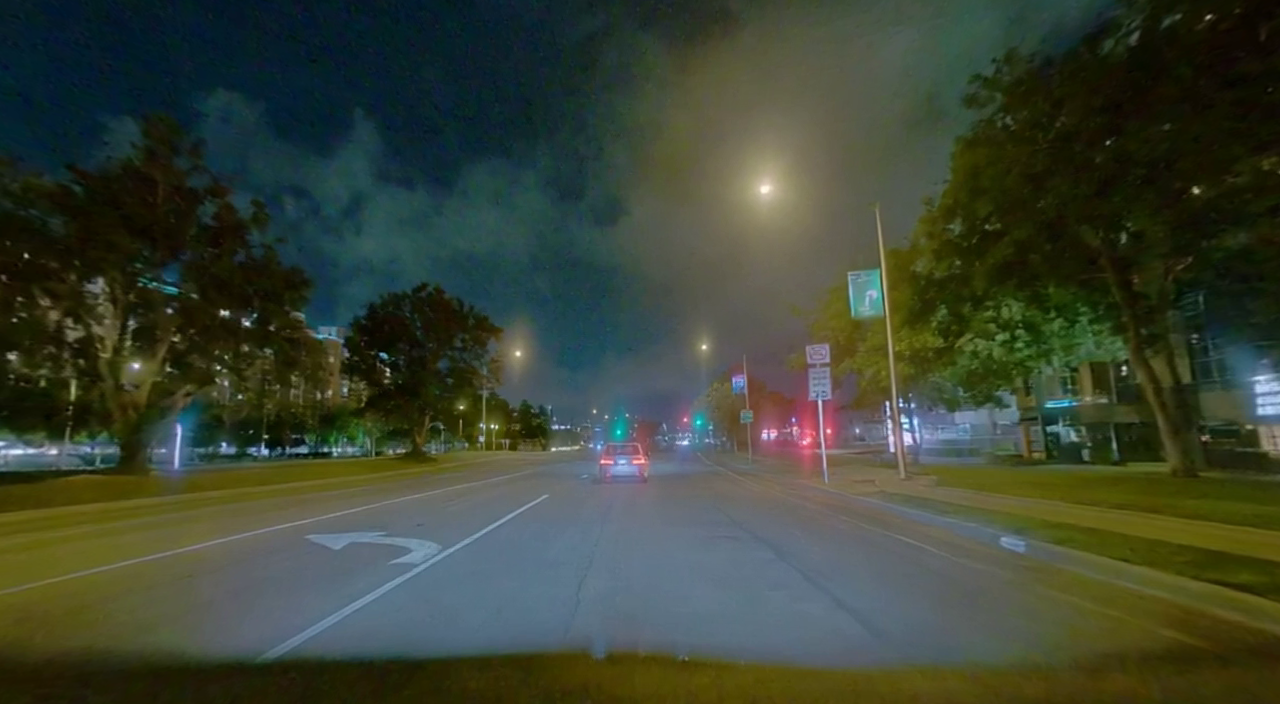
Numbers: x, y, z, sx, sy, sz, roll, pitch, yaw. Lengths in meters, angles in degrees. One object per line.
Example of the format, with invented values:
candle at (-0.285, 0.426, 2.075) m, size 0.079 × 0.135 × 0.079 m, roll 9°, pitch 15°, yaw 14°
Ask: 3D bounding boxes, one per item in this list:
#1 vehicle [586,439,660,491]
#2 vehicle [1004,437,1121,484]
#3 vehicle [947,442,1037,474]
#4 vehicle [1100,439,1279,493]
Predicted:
vehicle at (-0.450, 3.571, 20.334) m, size 2.133 × 1.481 × 4.276 m, roll 0°, pitch -9°, yaw 1°
vehicle at (17.420, 4.434, 26.355) m, size 1.942 × 1.690 × 4.453 m, roll -3°, pitch -8°, yaw 4°
vehicle at (17.512, 5.294, 31.738) m, size 1.857 × 1.441 × 4.721 m, roll 0°, pitch -9°, yaw 1°
vehicle at (17.420, 3.572, 20.180) m, size 1.774 × 1.480 × 4.757 m, roll 0°, pitch -9°, yaw -1°
